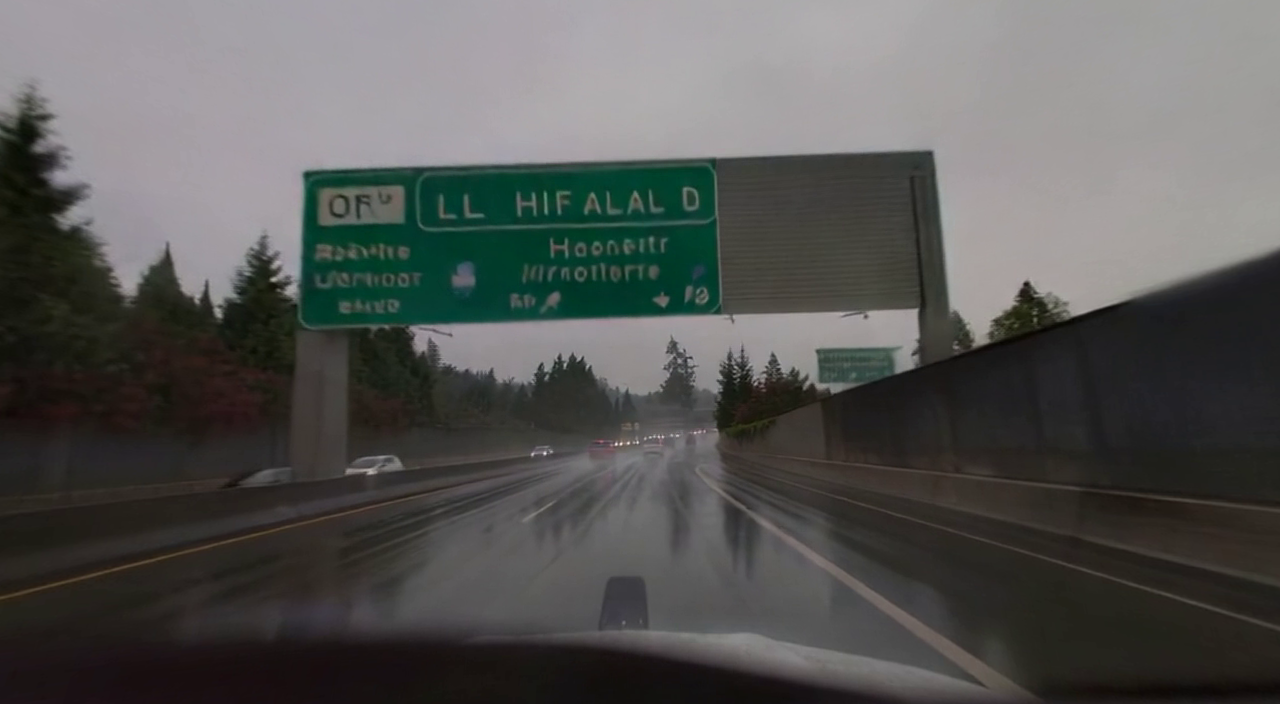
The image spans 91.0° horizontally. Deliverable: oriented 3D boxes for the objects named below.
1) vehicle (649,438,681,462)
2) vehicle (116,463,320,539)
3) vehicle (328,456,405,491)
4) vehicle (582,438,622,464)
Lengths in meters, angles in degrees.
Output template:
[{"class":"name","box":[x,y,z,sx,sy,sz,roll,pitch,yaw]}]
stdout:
[{"class":"vehicle","box":[1.738,6.709,43.159,2.077,1.533,3.854,-1,-8,3]},{"class":"vehicle","box":[-10.575,3.727,16.339,1.977,1.489,4.631,0,-8,2]},{"class":"vehicle","box":[-13.985,6.217,32.434,1.898,1.552,4.266,0,-8,2]},{"class":"vehicle","box":[-2.309,6.147,39.075,1.985,1.518,3.847,-1,-8,4]}]
